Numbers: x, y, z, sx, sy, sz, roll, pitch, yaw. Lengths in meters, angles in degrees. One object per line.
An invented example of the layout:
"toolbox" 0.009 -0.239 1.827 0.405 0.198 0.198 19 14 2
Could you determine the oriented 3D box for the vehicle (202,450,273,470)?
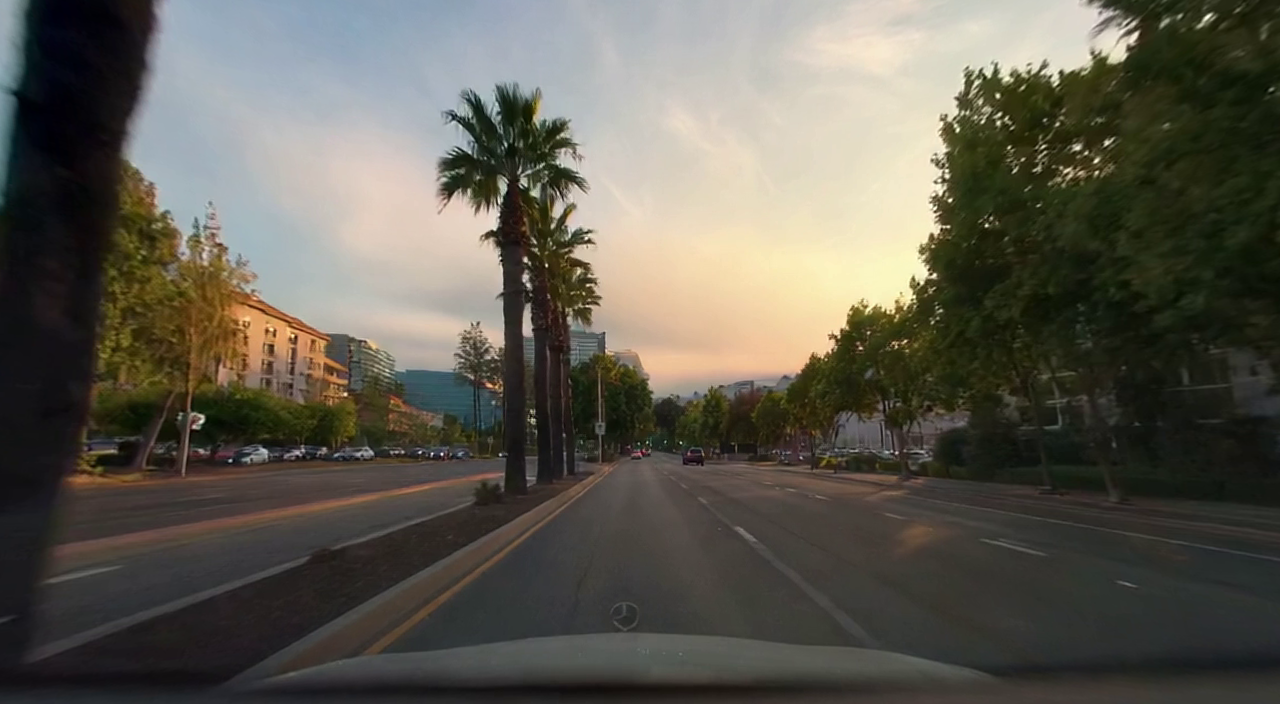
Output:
"vehicle" -31.186 8.352 48.826 4.223 1.444 1.814 1 -8 -3
